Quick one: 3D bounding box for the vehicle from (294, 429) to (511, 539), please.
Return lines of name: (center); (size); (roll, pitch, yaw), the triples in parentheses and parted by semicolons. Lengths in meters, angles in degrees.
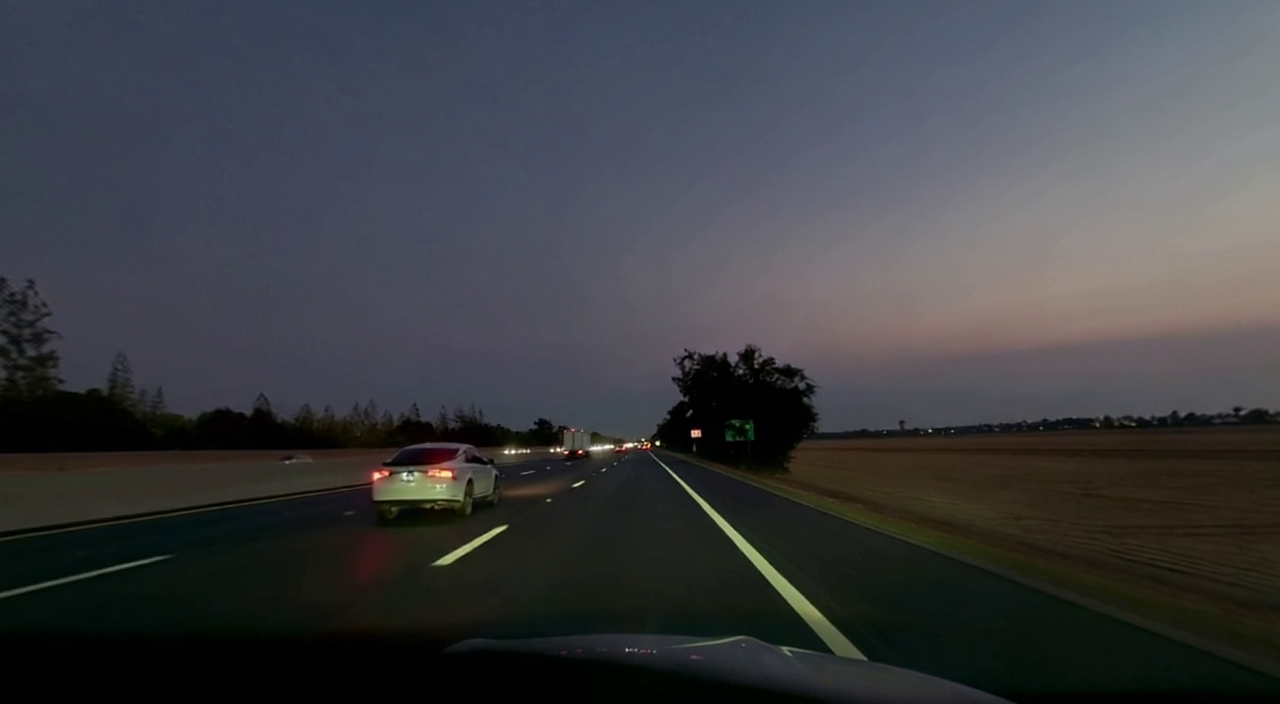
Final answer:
vehicle: (-3.894, 2.258, 11.461); (2.028, 1.553, 4.820); (0, -9, 1)
